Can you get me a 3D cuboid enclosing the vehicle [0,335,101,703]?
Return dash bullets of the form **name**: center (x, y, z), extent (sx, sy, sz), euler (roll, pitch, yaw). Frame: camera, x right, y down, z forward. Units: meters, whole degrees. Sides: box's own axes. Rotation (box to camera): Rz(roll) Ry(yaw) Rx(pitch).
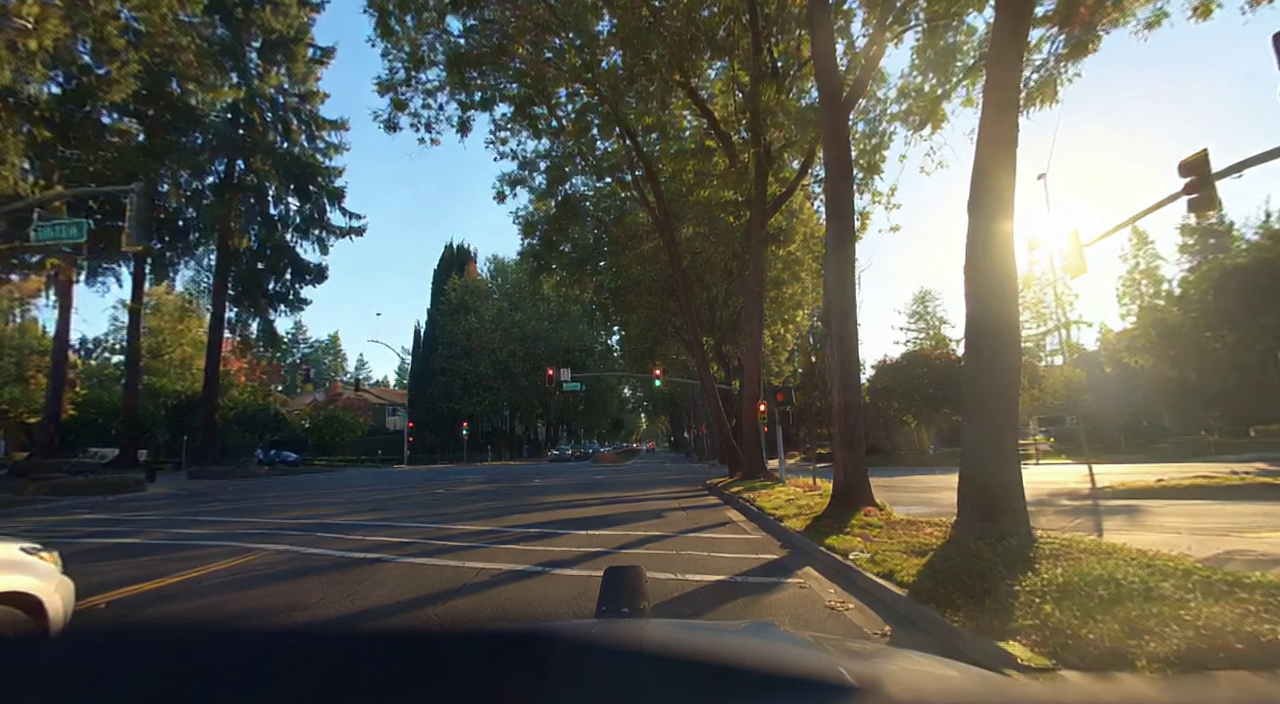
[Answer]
- **vehicle**: center (-3.267, 0.517, 0.409), extent (1.954, 1.689, 4.347), euler (0, -8, 0)
